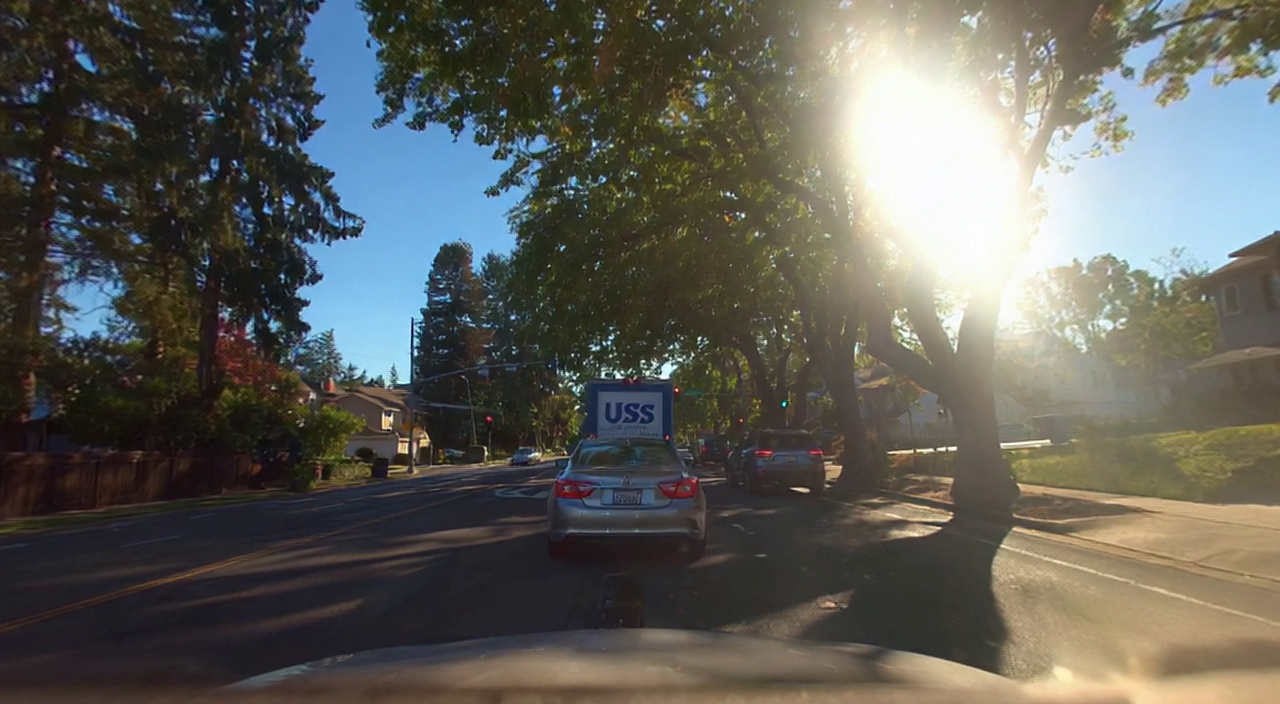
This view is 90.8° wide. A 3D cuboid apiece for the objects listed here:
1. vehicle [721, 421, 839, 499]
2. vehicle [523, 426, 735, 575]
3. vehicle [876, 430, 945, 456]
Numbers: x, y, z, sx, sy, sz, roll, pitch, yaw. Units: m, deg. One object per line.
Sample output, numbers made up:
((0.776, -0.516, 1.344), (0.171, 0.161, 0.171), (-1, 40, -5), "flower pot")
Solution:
((3.643, 2.917, 17.423), (2.145, 1.847, 4.524), (0, -8, -1), "vehicle")
((-0.151, 1.810, 8.549), (2.135, 1.483, 4.207), (0, -8, -1), "vehicle")
((19.634, 6.627, 45.998), (4.033, 1.778, 2.015), (1, -8, -7), "vehicle")
